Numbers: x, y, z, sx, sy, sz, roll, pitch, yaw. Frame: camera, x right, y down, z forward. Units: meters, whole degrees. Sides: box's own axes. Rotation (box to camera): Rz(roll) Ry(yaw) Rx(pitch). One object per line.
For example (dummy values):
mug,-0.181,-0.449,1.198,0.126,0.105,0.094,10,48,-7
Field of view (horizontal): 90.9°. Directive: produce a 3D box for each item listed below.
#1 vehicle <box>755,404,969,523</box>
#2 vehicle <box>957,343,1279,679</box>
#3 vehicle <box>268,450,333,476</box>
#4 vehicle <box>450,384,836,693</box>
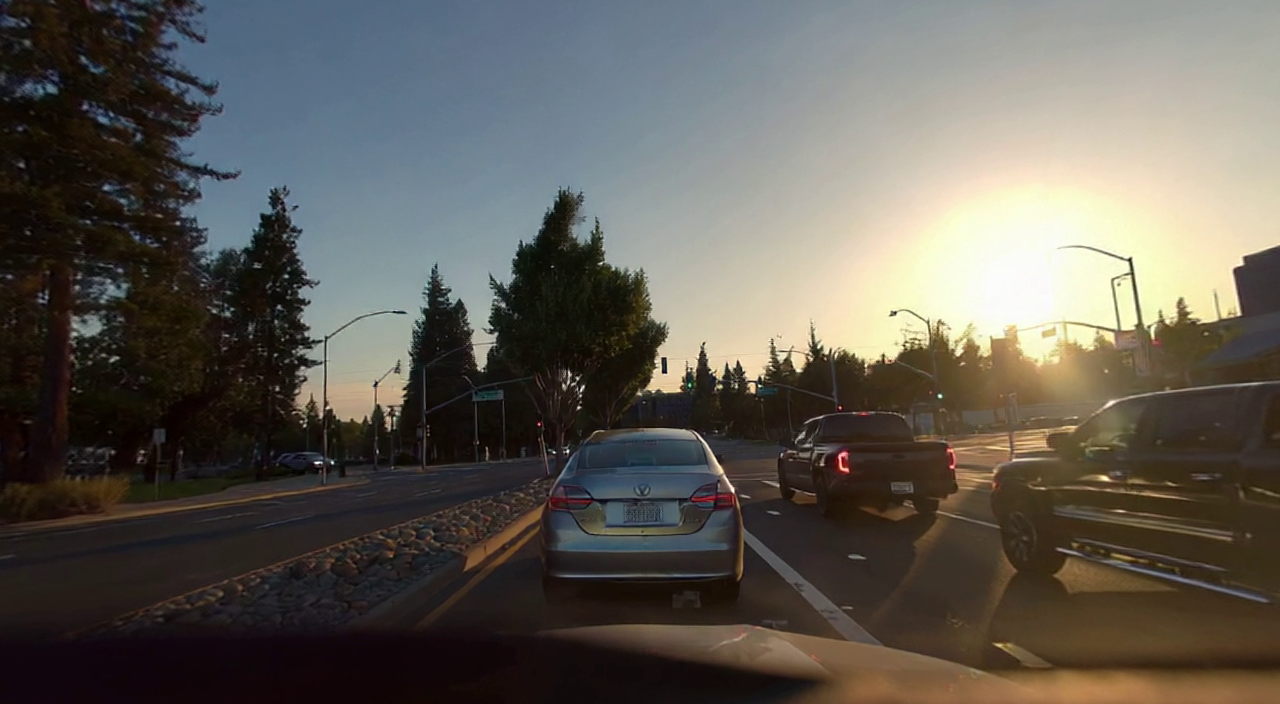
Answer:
vehicle,4.179,2.239,13.266,2.319,1.930,5.651,0,-8,-1
vehicle,4.490,1.019,4.541,2.019,1.803,4.634,-1,-8,1
vehicle,-24.056,7.841,44.892,1.798,1.706,4.385,-1,-8,6
vehicle,-0.014,1.311,5.526,2.116,1.677,3.948,0,-8,-1
